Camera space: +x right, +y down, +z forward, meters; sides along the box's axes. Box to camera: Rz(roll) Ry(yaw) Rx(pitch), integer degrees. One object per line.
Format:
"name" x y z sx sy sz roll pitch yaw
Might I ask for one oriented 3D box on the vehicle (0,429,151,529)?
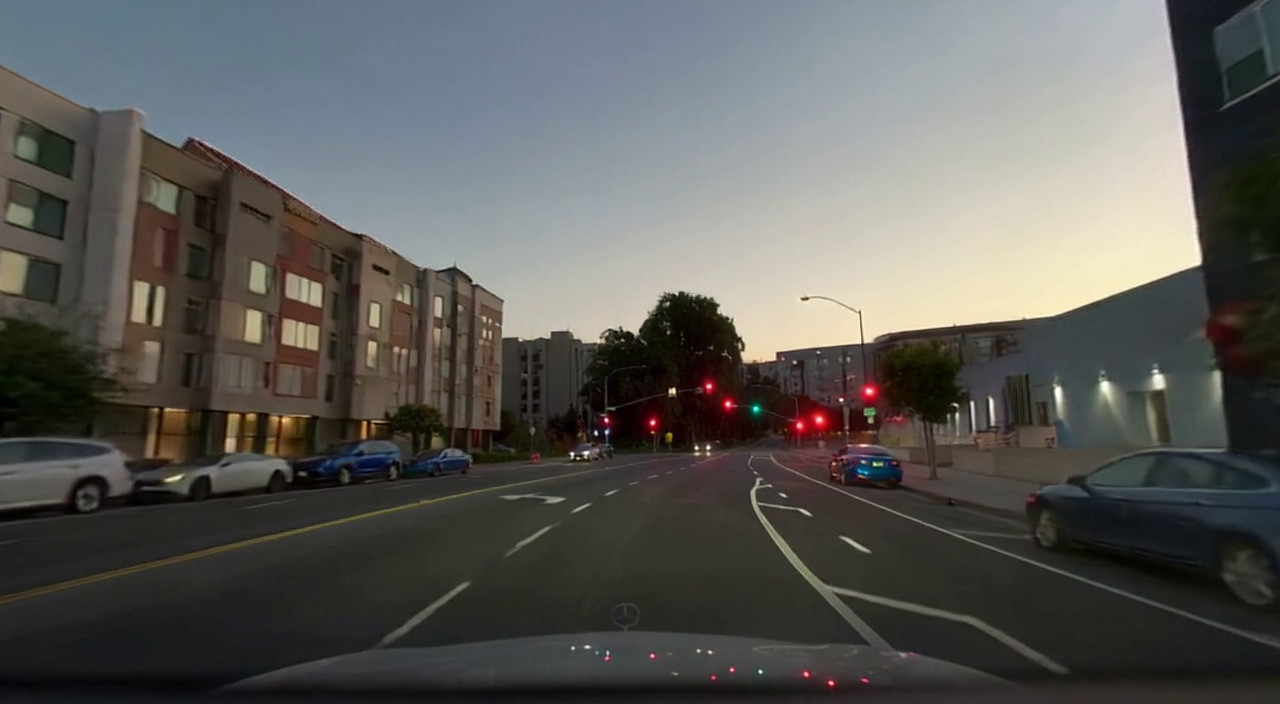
"vehicle" -12.291 2.372 11.968 1.933 1.759 5.002 0 -8 1

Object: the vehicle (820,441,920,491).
"vehicle" 7.618 3.796 21.533 2.010 1.473 5.353 -1 -8 7

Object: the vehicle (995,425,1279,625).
"vehicle" 5.987 1.558 6.449 2.049 1.517 4.830 0 -8 2

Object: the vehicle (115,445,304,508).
"vehicle" -11.748 3.371 17.707 1.830 1.497 4.436 -1 -8 7

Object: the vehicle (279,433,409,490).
"vehicle" -10.801 4.019 23.534 2.083 1.882 4.642 -1 -8 8

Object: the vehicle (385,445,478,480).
"vehicle" -9.582 5.088 29.481 1.894 1.493 4.902 -2 -8 11
